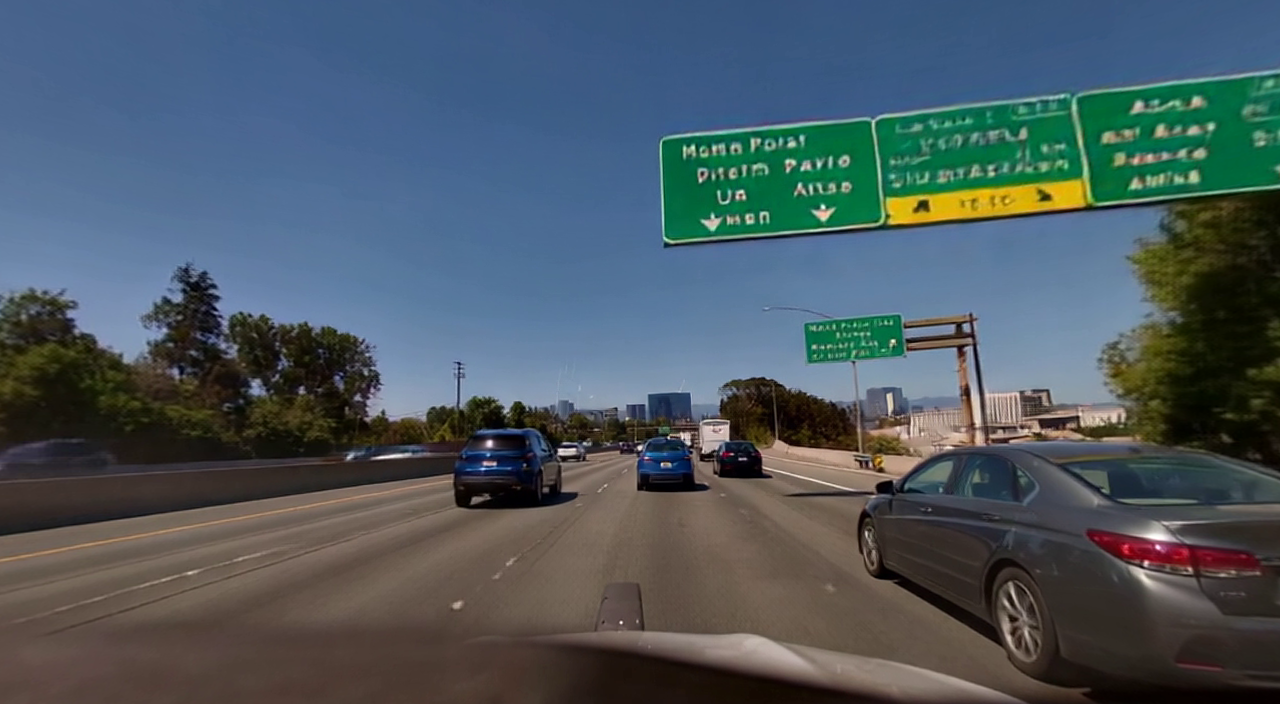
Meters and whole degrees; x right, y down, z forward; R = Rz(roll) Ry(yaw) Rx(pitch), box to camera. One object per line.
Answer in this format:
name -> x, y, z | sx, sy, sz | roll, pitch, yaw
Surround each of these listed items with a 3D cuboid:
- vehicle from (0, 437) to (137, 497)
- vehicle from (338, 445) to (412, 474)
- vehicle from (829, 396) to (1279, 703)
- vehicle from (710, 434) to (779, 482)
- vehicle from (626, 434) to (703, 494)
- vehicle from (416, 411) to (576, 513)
vehicle -> -19.009, 3.609, 20.079 | 1.993, 1.680, 4.505 | 0, -9, 3
vehicle -> -14.841, 6.030, 35.537 | 1.881, 1.502, 4.680 | -1, -9, 3
vehicle -> 3.029, 1.241, 4.385 | 2.009, 1.489, 4.559 | 0, -9, 0
vehicle -> 3.980, 4.107, 24.656 | 2.076, 1.684, 4.241 | 0, -9, 2
vehicle -> 0.713, 3.320, 18.938 | 2.074, 1.614, 3.803 | 0, -9, 2
vehicle -> -3.094, 2.565, 15.057 | 2.434, 1.965, 5.305 | 0, -9, 1
